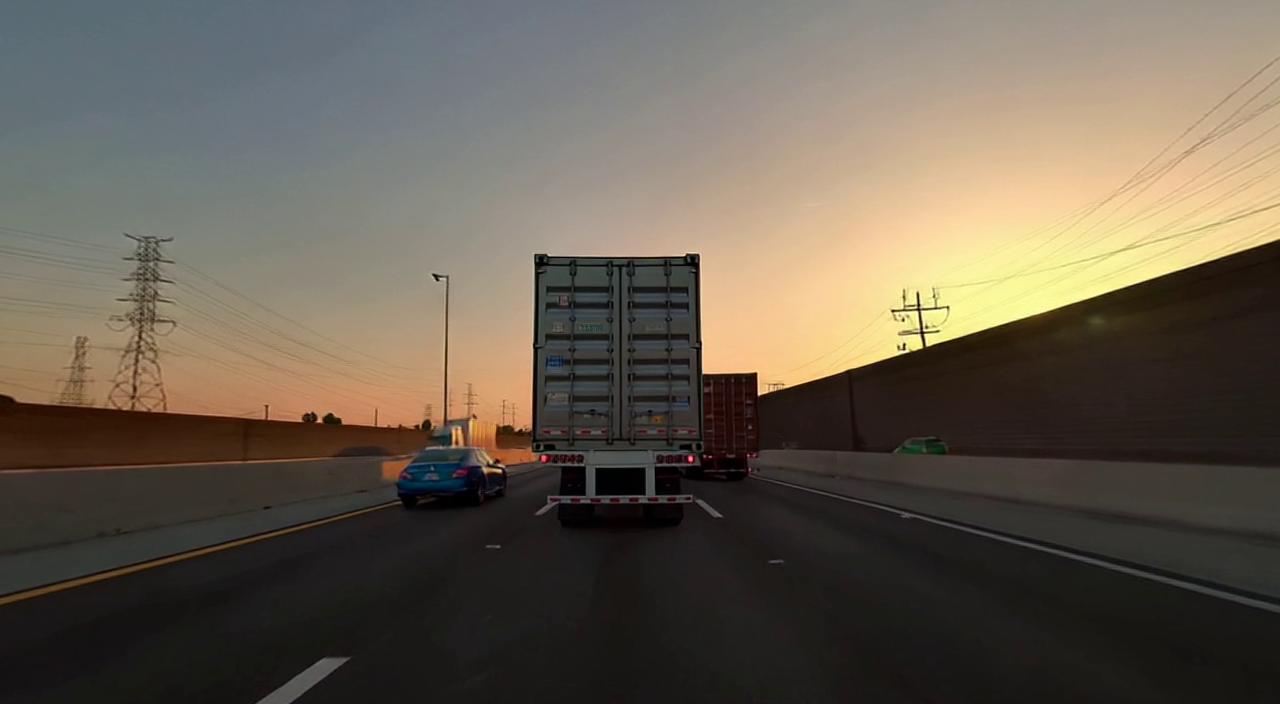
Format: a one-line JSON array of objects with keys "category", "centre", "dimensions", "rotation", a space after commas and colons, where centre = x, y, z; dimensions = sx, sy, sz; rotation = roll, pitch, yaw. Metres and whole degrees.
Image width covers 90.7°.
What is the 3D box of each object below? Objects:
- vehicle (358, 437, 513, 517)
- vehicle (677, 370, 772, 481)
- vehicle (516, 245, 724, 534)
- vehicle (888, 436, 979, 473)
[{"category": "vehicle", "centre": [-4.322, 2.710, 14.280], "dimensions": [1.993, 1.475, 4.540], "rotation": [0, -9, 0]}, {"category": "vehicle", "centre": [3.397, 3.441, 28.432], "dimensions": [2.846, 4.053, 10.304], "rotation": [-1, -9, 0]}, {"category": "vehicle", "centre": [-0.325, 1.356, 14.911], "dimensions": [2.841, 4.071, 12.046], "rotation": [0, -9, 0]}, {"category": "vehicle", "centre": [13.412, 4.709, 29.276], "dimensions": [2.020, 1.546, 4.336], "rotation": [0, -9, -2]}]
